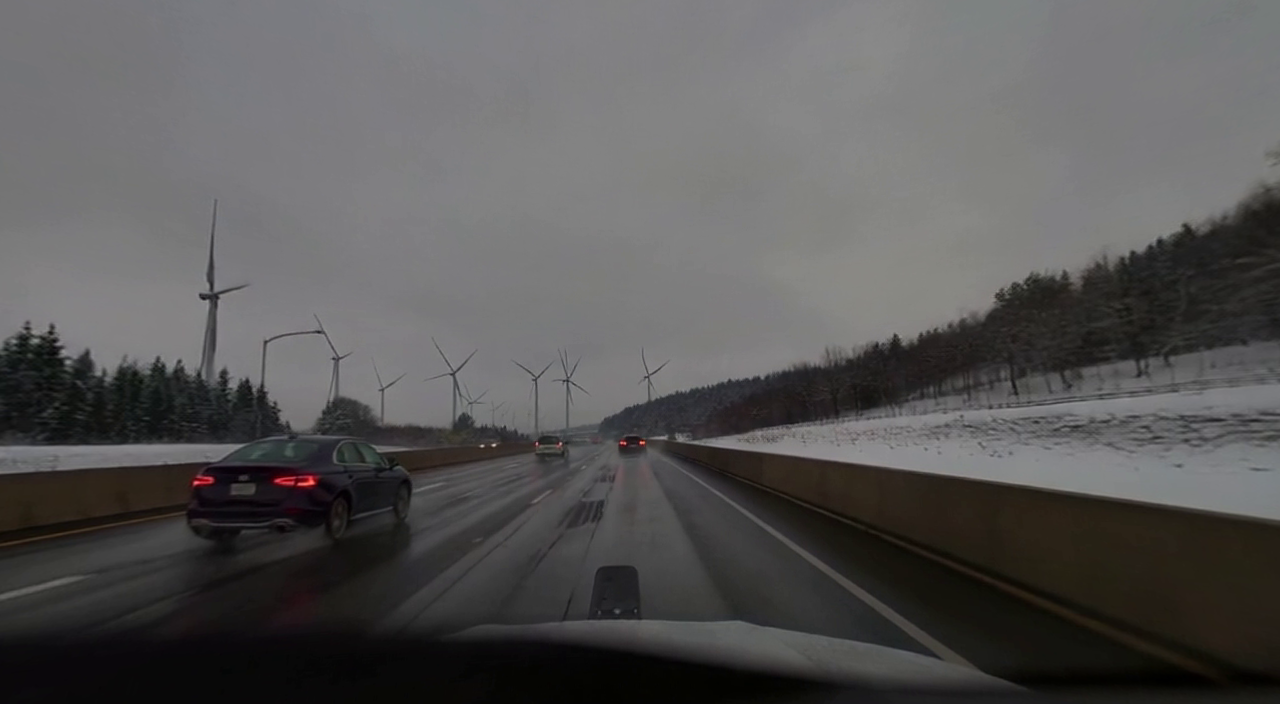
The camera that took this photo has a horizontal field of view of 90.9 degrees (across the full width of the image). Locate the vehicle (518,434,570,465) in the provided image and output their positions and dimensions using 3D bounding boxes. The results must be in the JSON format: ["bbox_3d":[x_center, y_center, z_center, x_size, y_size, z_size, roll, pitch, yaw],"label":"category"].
[{"bbox_3d":[-4.761,4.908,31.928,2.059,1.436,3.802,0,-8,0],"label":"vehicle"}]

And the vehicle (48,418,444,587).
[{"bbox_3d":[-4.172,1.630,7.880,1.998,1.468,4.635,0,-8,-1],"label":"vehicle"}]

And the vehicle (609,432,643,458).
[{"bbox_3d":[-0.830,5.734,38.936,2.027,1.550,3.607,0,-8,-1],"label":"vehicle"}]
